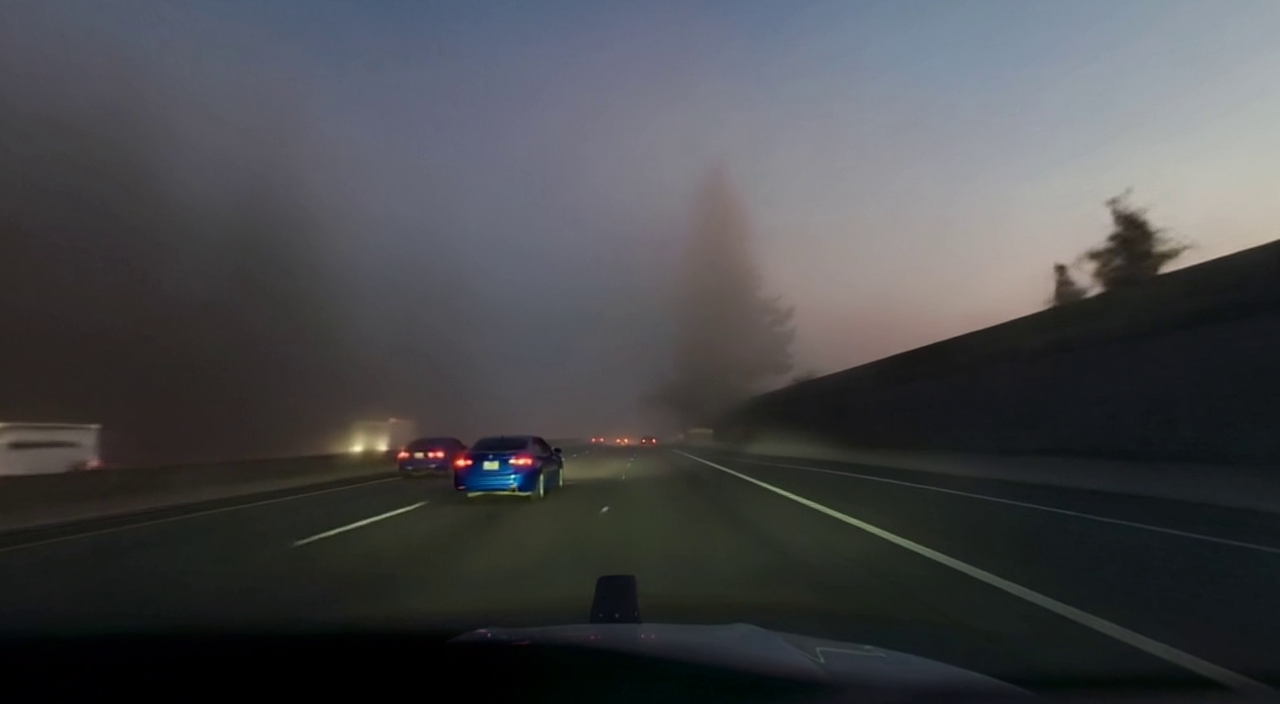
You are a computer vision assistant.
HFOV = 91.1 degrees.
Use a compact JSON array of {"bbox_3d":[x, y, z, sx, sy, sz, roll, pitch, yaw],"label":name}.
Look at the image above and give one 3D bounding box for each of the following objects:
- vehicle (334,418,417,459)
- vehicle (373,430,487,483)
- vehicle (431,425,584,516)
[{"bbox_3d":[-16.025,5.314,38.581,2.313,2.318,6.262,0,-8,1],"label":"vehicle"},{"bbox_3d":[-6.503,3.274,20.062,2.084,1.494,4.404,0,-8,1],"label":"vehicle"},{"bbox_3d":[-2.383,2.230,12.423,2.079,1.500,3.881,0,-8,2],"label":"vehicle"}]
